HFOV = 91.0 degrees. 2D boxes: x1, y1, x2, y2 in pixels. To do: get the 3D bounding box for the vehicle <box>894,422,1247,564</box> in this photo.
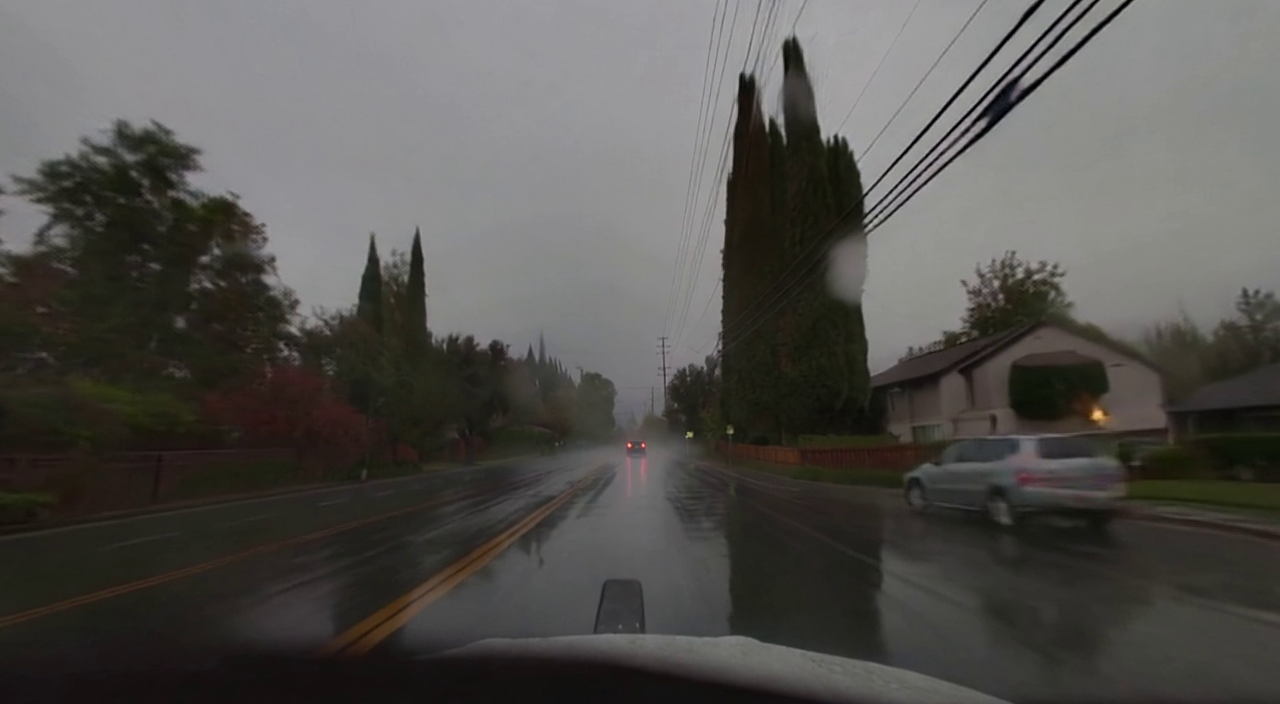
[{"bbox_3d":[6.037,2.013,9.828,2.039,1.637,4.782,0,-8,-1],"label":"vehicle"}]
